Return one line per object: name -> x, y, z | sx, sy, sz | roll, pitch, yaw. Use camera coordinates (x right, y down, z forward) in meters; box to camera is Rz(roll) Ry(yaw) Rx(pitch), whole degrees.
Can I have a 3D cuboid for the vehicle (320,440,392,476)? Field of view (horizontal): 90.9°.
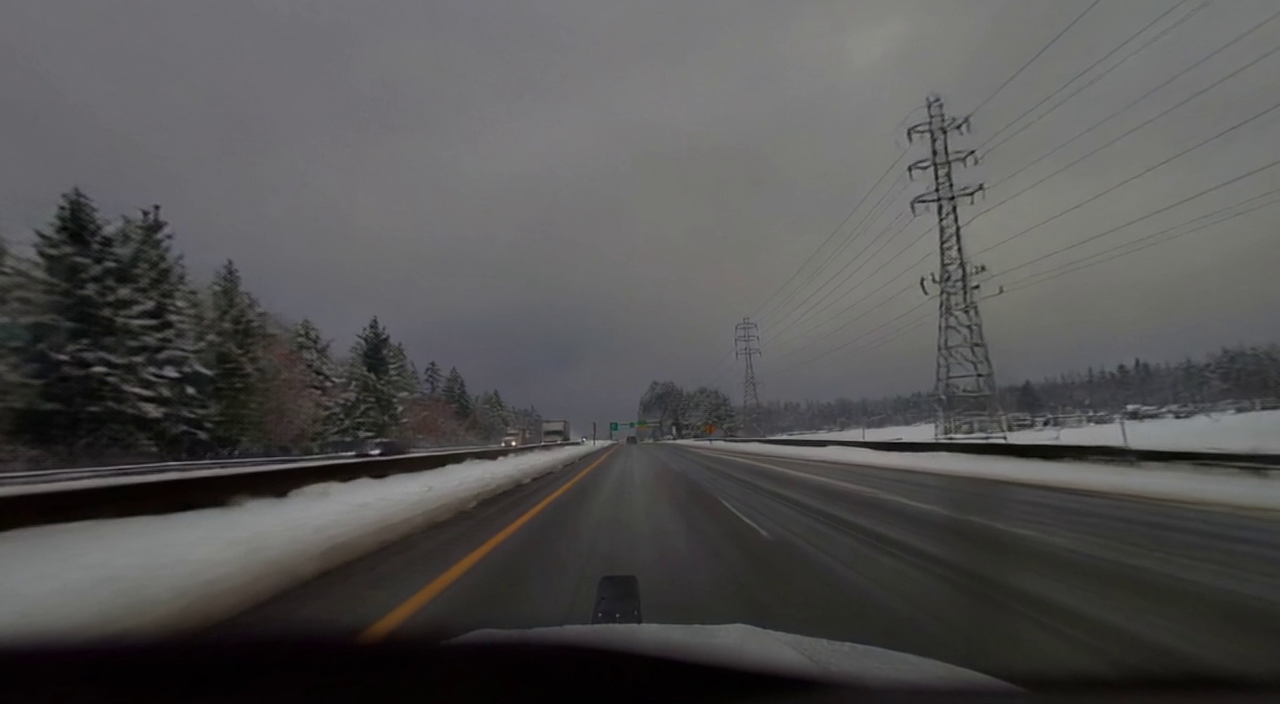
vehicle -> -13.410, 5.008, 30.003 | 1.772, 1.608, 3.389 | 0, -8, 1
